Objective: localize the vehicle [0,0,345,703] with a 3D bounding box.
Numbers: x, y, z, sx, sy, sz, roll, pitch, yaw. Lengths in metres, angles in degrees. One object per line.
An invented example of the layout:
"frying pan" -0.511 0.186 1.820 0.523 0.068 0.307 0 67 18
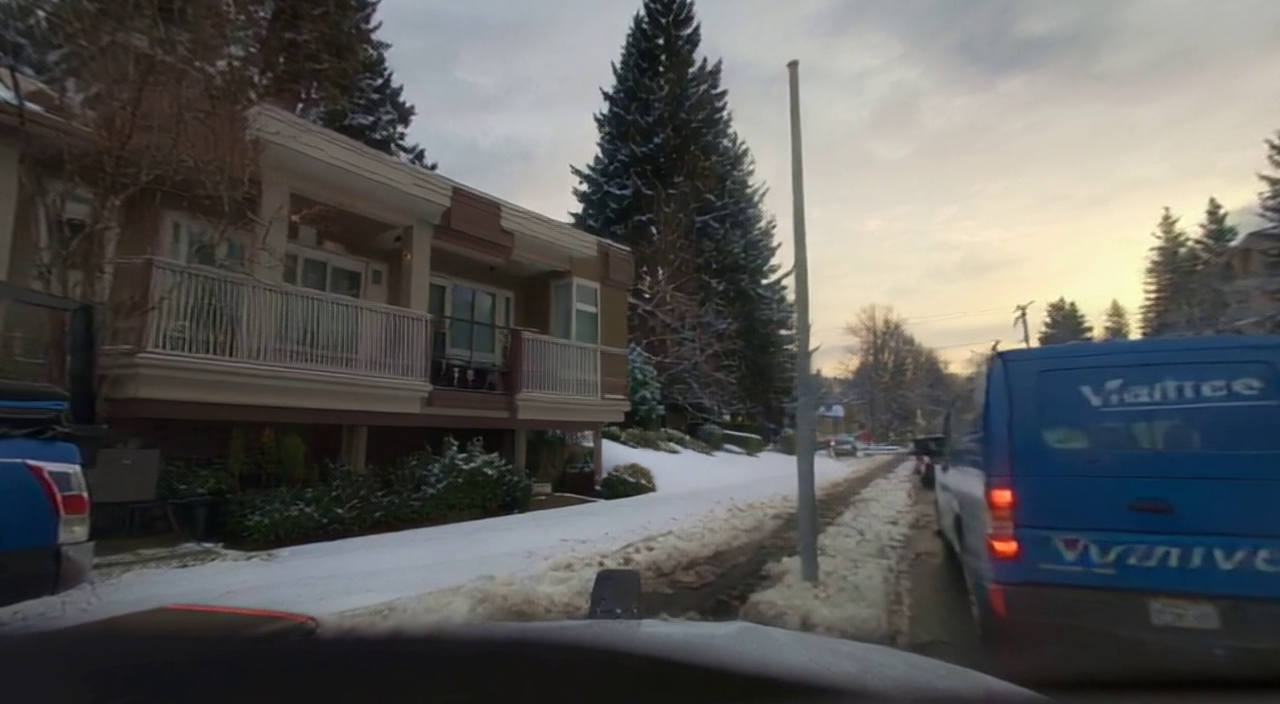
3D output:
"vehicle" -5.949 -0.425 0.701 2.998 3.659 10.517 -4 -10 25

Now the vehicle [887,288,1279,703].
"vehicle" 3.663 1.160 5.725 2.418 2.078 5.866 -3 -9 20
